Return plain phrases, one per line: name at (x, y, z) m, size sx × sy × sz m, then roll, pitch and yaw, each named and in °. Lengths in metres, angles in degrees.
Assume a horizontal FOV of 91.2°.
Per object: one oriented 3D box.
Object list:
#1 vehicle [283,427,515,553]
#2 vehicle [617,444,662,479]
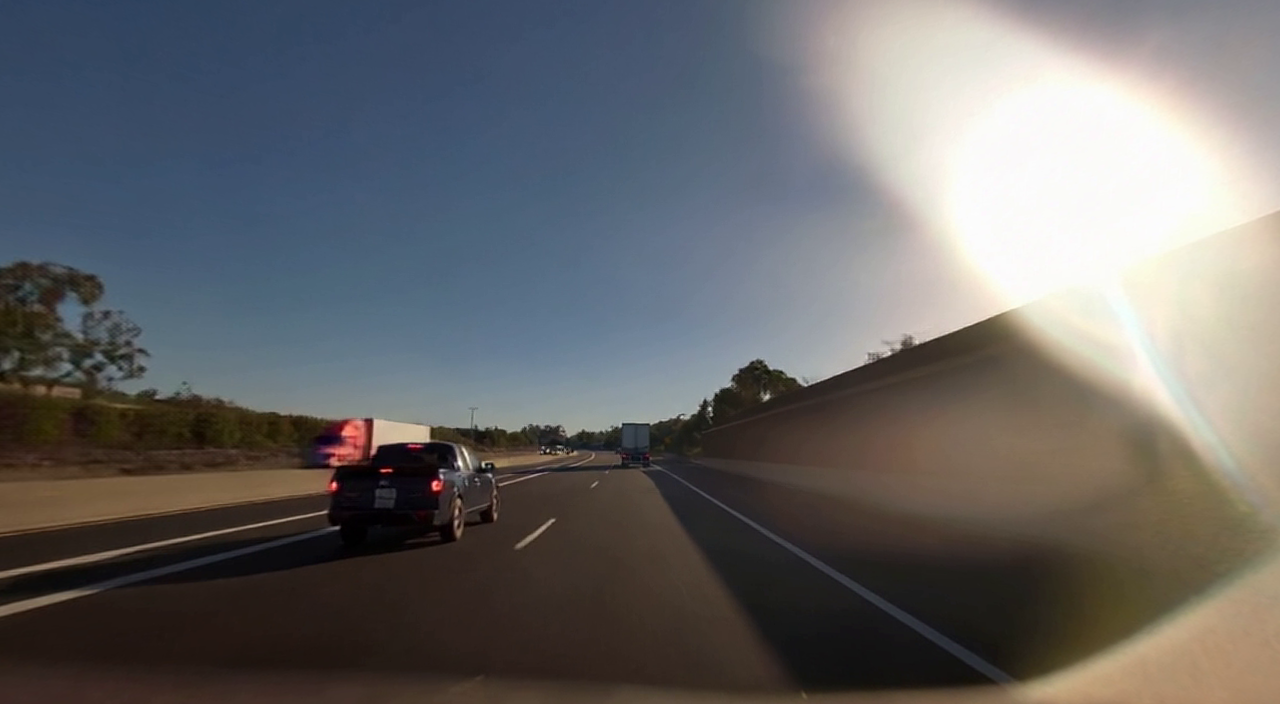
vehicle at (-3.717, 2.234, 10.850) m, size 2.181 × 1.653 × 4.691 m, roll 0°, pitch -9°, yaw 0°
vehicle at (-0.035, 5.795, 33.339) m, size 2.230 × 1.715 × 4.243 m, roll 0°, pitch -9°, yaw -1°
